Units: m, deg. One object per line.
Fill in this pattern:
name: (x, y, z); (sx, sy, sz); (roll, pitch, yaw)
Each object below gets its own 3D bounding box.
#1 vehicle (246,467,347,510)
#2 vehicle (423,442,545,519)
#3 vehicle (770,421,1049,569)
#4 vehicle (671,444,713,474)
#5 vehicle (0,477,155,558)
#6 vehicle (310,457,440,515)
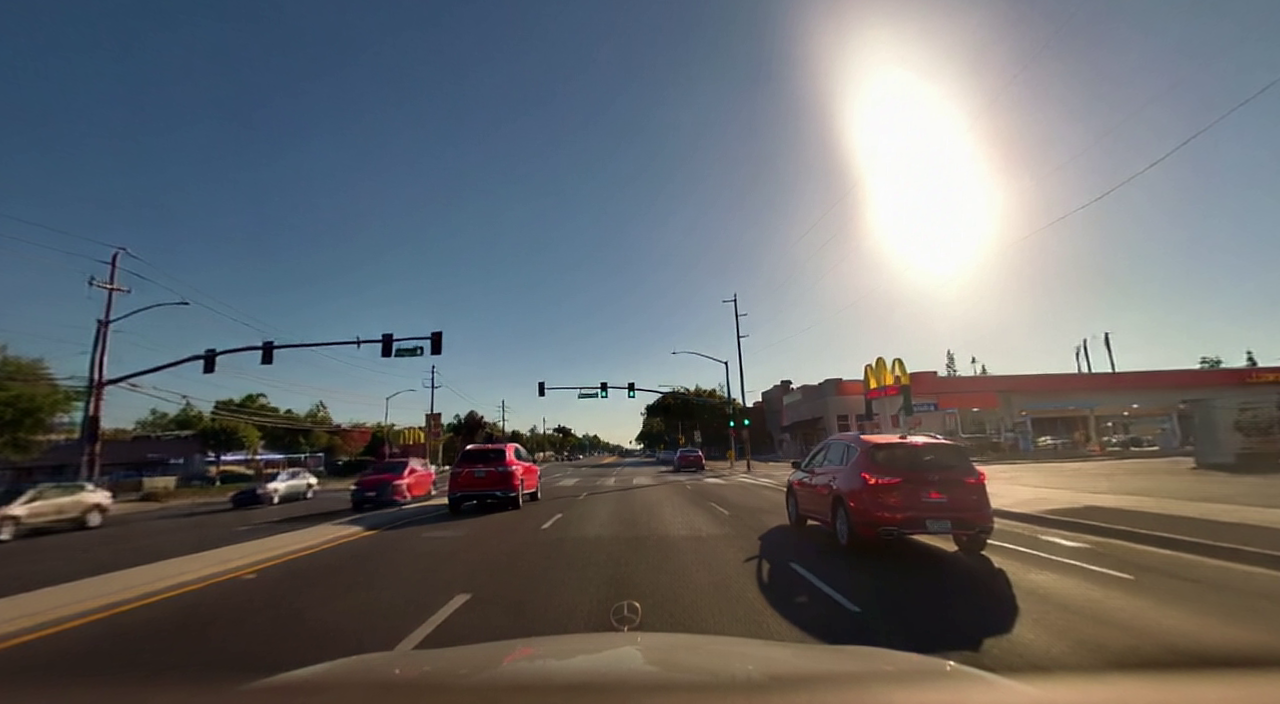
vehicle: (-14.199, 5.627, 26.409); (1.833, 1.476, 4.117); (-1, -9, 1)
vehicle: (-3.644, 3.058, 15.580); (1.935, 1.617, 4.045); (0, -9, 1)
vehicle: (3.532, 1.962, 9.462); (2.085, 1.655, 4.459); (0, -9, -2)
vehicle: (3.162, 6.643, 39.397); (2.066, 1.699, 4.419); (0, -9, -2)
vehicle: (-14.280, 3.831, 15.035); (1.861, 1.472, 4.543); (0, -9, 0)
vehicle: (-8.101, 4.096, 19.861); (2.056, 1.519, 4.383); (-1, -9, 2)
